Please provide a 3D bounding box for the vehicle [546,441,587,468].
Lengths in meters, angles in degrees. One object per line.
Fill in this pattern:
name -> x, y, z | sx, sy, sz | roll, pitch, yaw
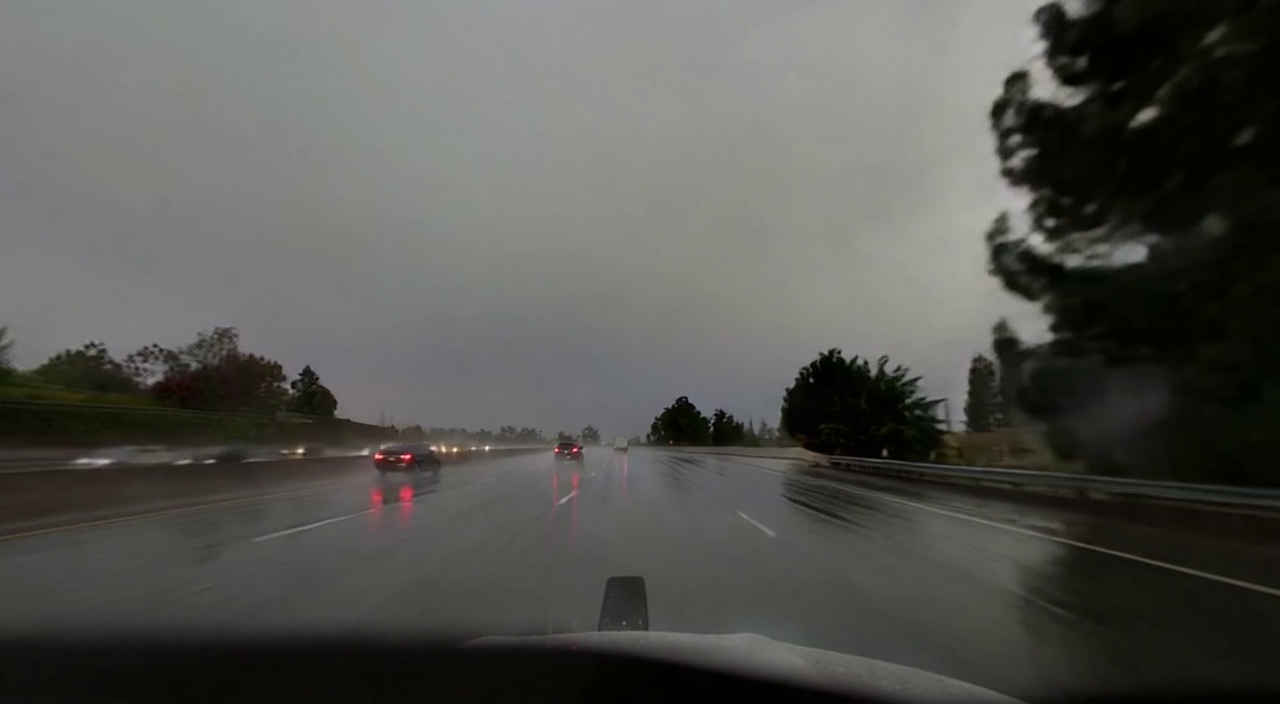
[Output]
vehicle -> -4.213, 5.908, 36.638 | 1.936, 1.465, 4.060 | 0, -8, -1

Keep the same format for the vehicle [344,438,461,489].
vehicle -> -7.591, 3.595, 20.743 | 2.038, 1.463, 4.656 | 0, -8, 0

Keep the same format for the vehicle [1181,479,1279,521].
vehicle -> 26.630, 6.505, 28.003 | 2.005, 1.478, 4.056 | -1, -9, 9
